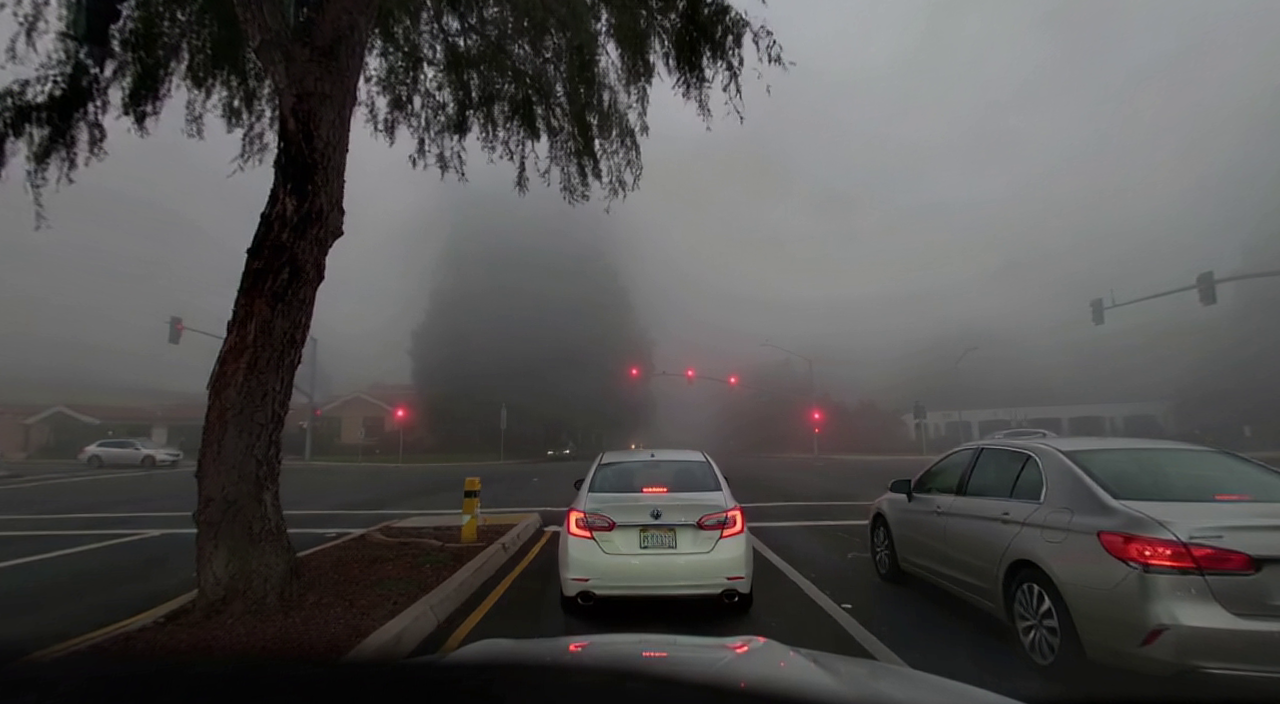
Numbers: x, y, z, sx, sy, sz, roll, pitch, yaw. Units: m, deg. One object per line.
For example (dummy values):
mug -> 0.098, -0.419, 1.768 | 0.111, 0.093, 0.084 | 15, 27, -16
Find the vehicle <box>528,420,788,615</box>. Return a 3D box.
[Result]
vehicle -> 0.100, 1.565, 6.872 | 2.017, 1.485, 3.813 | 0, -8, -1

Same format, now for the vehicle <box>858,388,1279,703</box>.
vehicle -> 3.175, 1.122, 3.893 | 1.931, 1.493, 4.555 | 0, -8, -1

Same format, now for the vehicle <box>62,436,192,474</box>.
vehicle -> -24.279, 4.871, 29.978 | 4.450, 1.684, 1.894 | 0, -8, 0
